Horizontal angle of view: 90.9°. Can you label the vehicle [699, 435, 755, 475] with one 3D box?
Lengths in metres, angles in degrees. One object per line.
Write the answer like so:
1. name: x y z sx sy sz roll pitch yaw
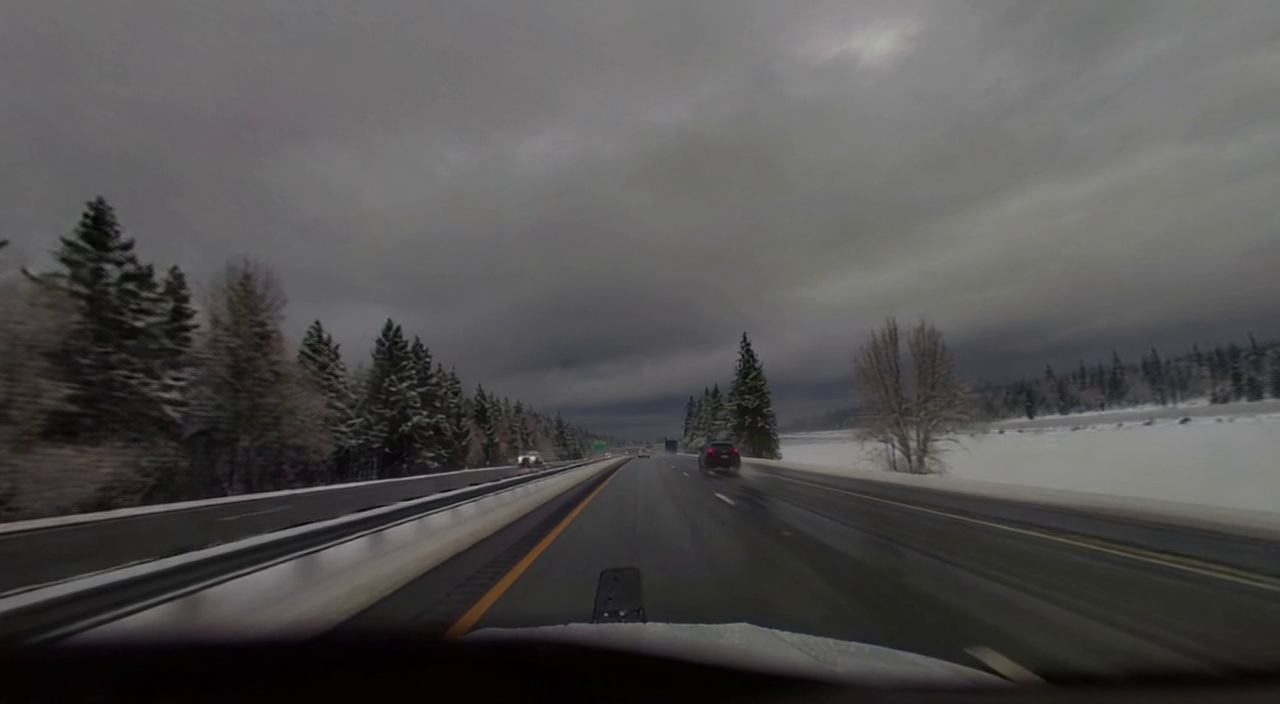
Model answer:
1. vehicle: 4.596 5.545 34.115 2.189 2.007 4.872 0 -9 -1
